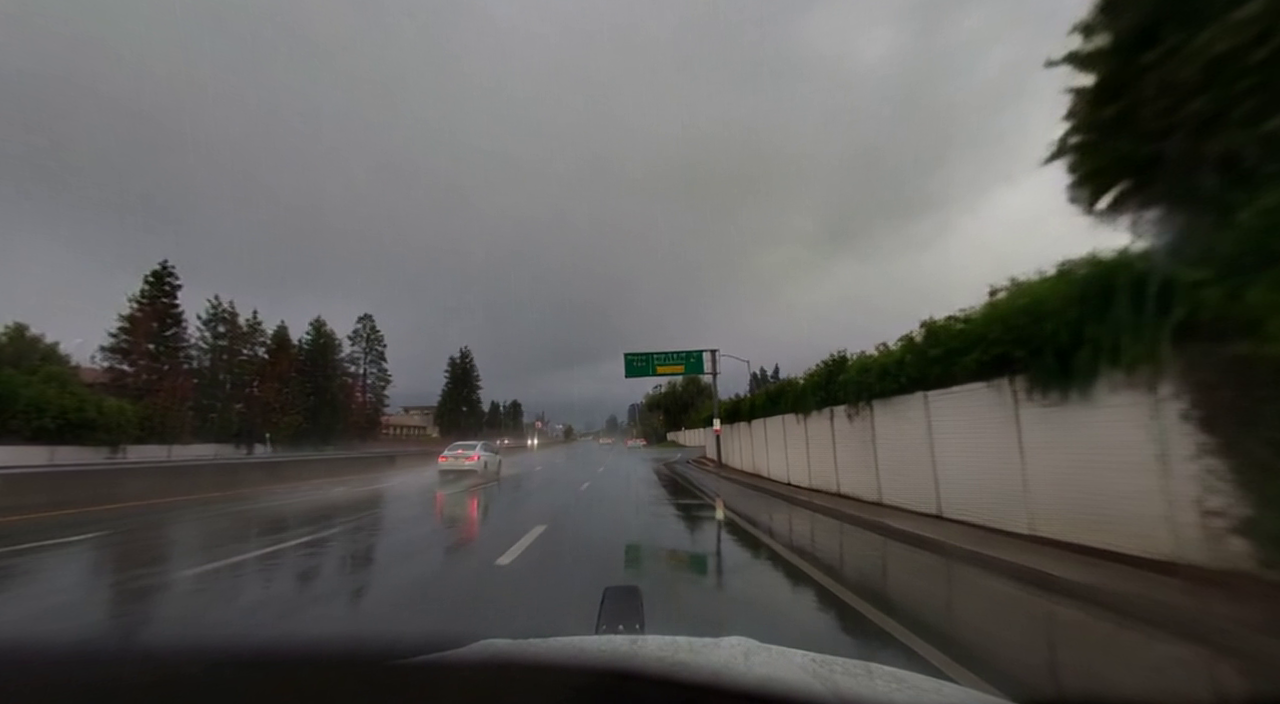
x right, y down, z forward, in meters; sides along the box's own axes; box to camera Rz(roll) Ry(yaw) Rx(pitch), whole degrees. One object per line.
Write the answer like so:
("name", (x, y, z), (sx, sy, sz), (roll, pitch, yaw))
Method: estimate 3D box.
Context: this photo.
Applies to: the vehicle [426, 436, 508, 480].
("vehicle", (-7.217, 4.474, 26.918), (2.115, 1.711, 4.722), (0, -9, 0))
